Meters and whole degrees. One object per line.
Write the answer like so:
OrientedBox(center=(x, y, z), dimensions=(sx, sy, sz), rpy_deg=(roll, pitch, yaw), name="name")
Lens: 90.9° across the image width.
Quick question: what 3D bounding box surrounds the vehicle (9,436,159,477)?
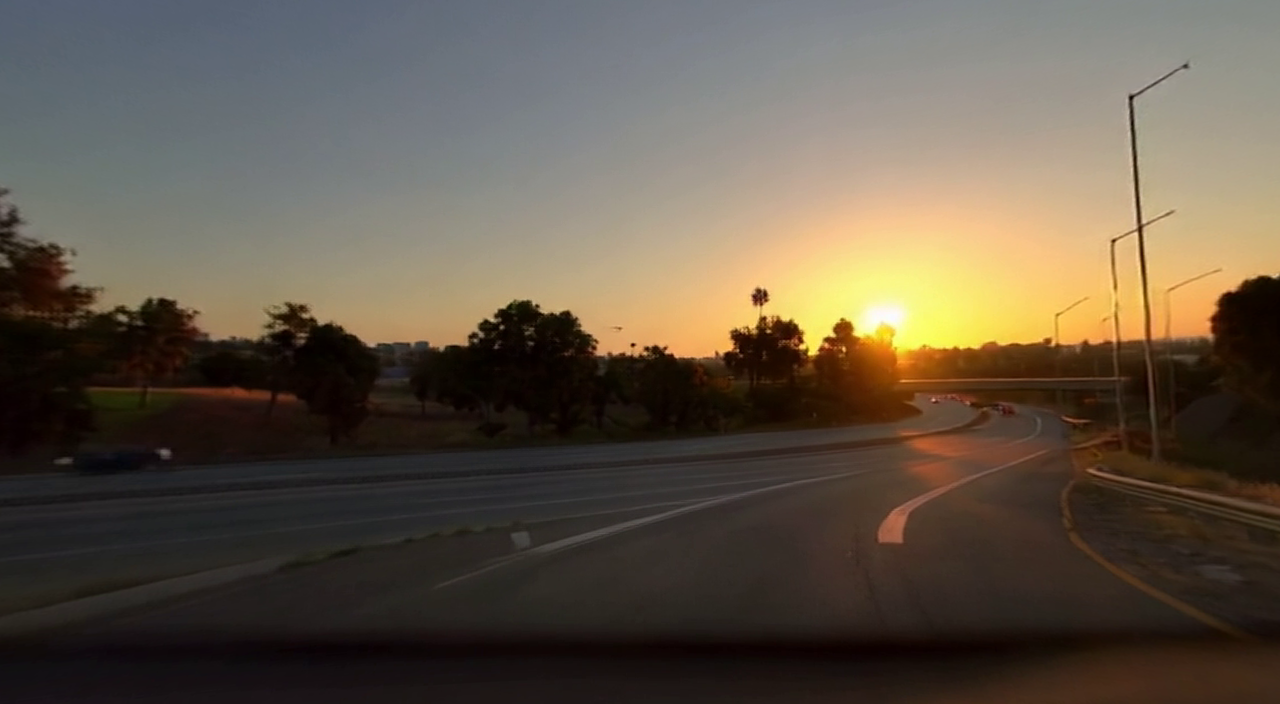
OrientedBox(center=(-23.565, 4.417, 26.871), dimensions=(1.922, 1.597, 4.433), rpy_deg=(-8, -11, 40), name="vehicle")
